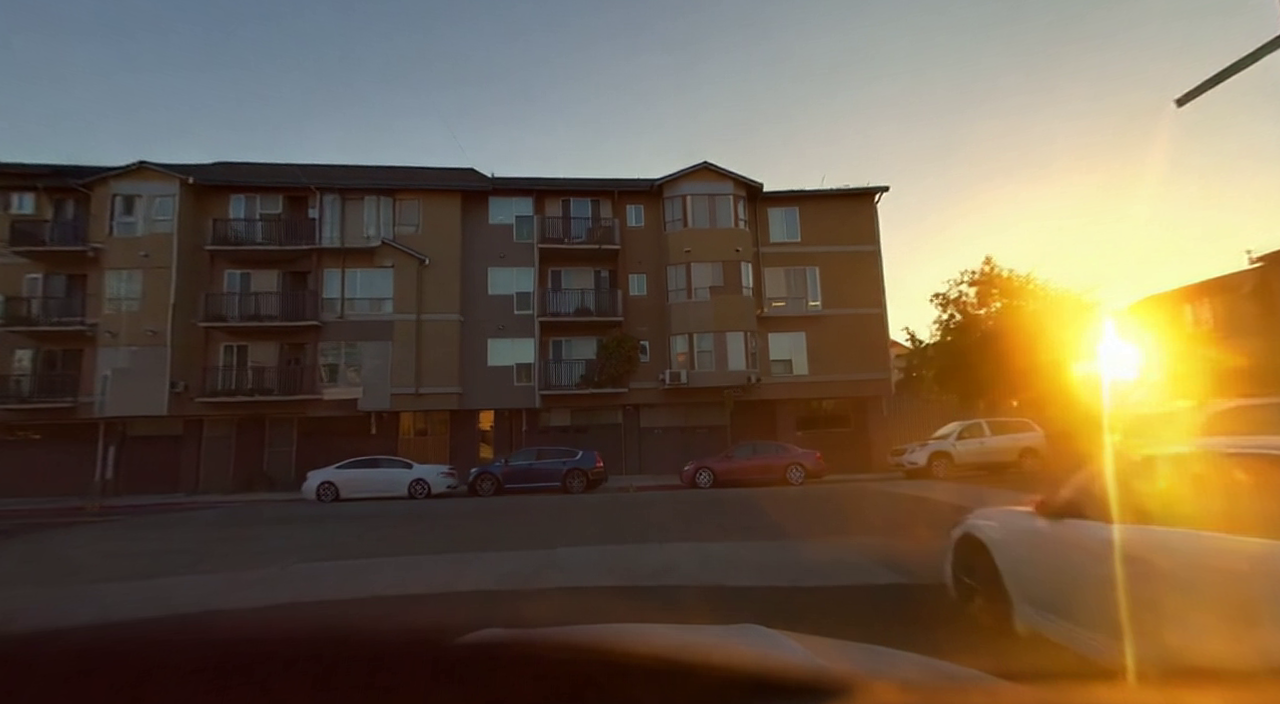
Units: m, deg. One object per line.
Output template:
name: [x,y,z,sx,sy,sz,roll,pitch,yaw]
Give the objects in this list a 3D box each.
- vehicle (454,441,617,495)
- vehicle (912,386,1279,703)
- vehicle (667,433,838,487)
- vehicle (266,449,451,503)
vehicle: [-2.950,3.372,18.515,4.489,1.470,1.776,1,-9,-4]
vehicle: [3.186,0.994,2.938,1.991,1.489,4.693,0,-9,4]
vehicle: [3.243,3.190,18.828,4.681,1.480,1.817,1,-9,-4]
vehicle: [-7.882,3.501,18.104,4.423,1.449,1.813,1,-9,-6]
